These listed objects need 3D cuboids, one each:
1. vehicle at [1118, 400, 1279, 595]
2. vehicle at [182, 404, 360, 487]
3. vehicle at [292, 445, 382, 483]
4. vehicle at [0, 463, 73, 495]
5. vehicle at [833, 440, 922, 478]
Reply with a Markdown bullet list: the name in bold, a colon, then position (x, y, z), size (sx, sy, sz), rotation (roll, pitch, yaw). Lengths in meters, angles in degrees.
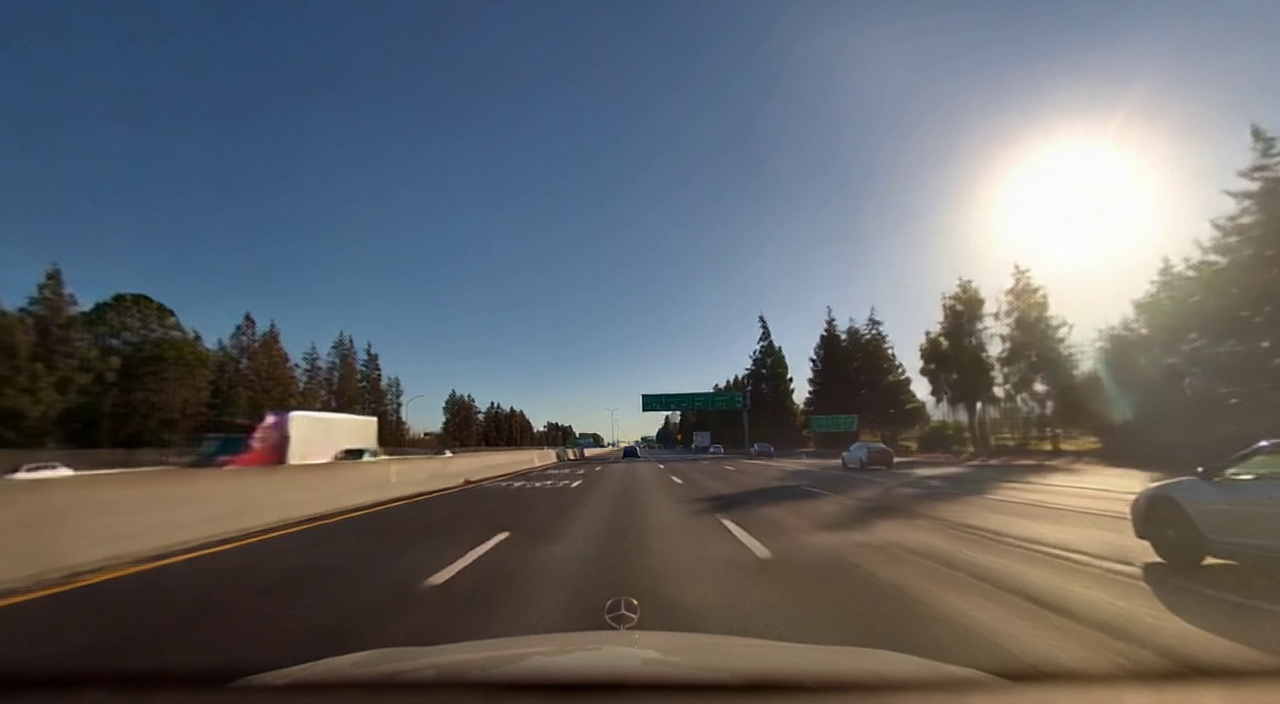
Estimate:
- **vehicle**: position (6.590, 1.185, 4.984), size (2.027, 1.679, 4.543), rotation (0, -9, 0)
- **vehicle**: position (-15.375, 4.039, 27.302), size (2.814, 3.036, 7.829), rotation (0, -9, 1)
- **vehicle**: position (-11.183, 4.121, 23.584), size (1.620, 1.274, 3.583), rotation (0, -8, -1)
- **vehicle**: position (-35.628, 7.278, 36.467), size (1.879, 1.576, 4.072), rotation (-1, -9, 3)
- **vehicle**: position (10.511, 4.747, 28.426), size (1.962, 1.536, 4.945), rotation (0, -9, -1)
